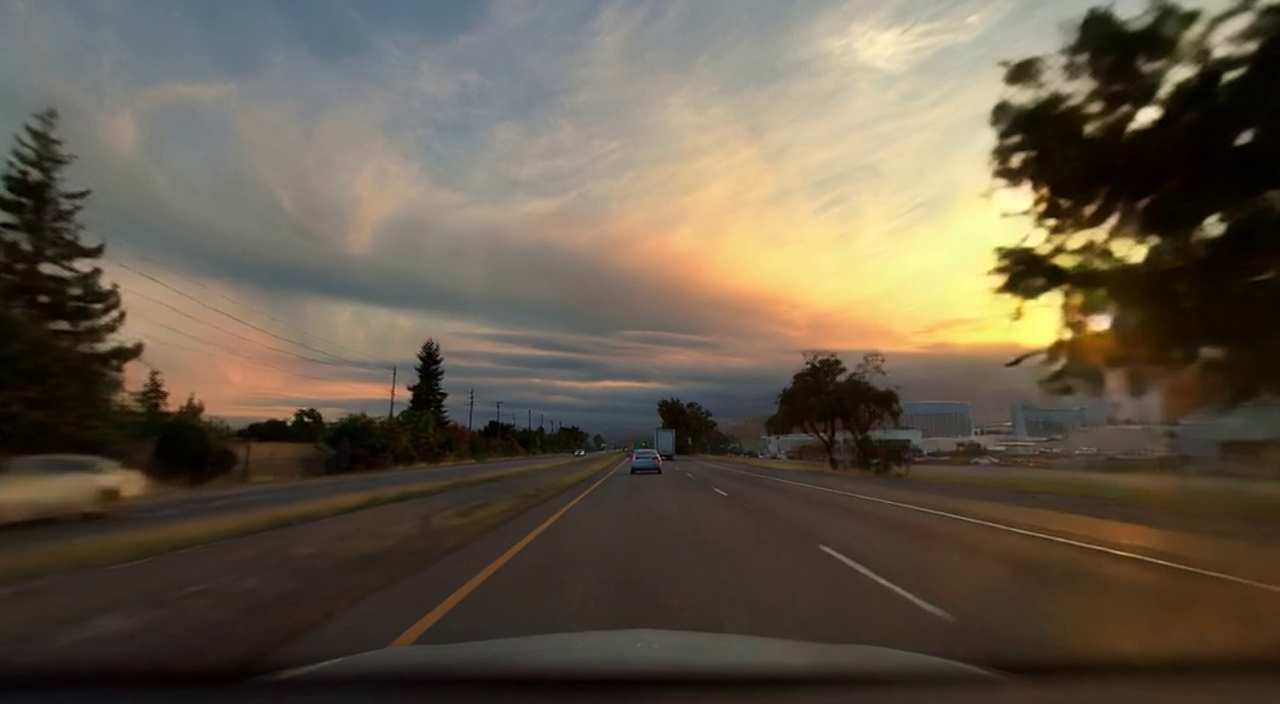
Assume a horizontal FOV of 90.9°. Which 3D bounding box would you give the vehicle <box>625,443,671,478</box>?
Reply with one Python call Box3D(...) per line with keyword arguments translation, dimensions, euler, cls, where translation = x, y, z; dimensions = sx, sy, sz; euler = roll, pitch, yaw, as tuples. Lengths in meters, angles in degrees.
Box3D(translation=(0.361, 5.083, 29.841), dimensions=(2.045, 1.527, 4.023), euler=(0, -9, 0), cls="vehicle")
